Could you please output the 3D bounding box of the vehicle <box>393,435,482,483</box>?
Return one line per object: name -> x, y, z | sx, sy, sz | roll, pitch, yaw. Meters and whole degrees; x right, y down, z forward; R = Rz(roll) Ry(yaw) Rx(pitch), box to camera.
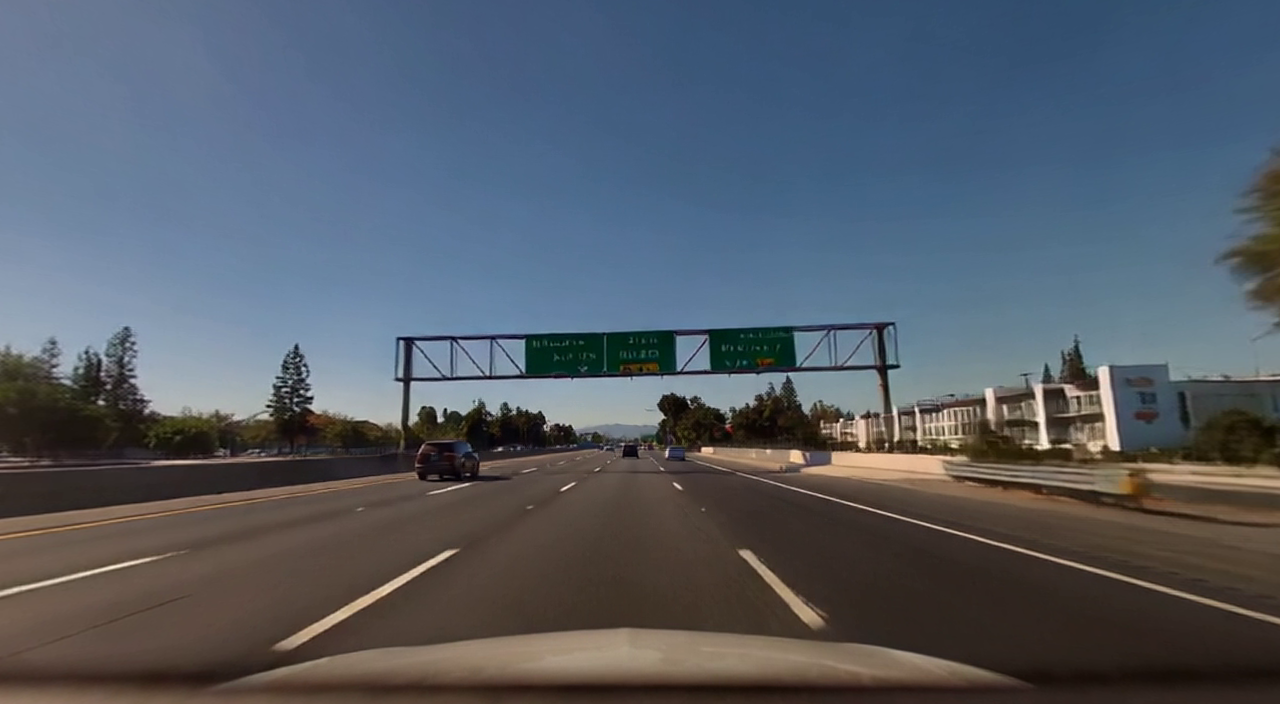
vehicle -> -7.944, 4.242, 25.249 | 2.089, 1.724, 4.327 | 0, -9, 0
